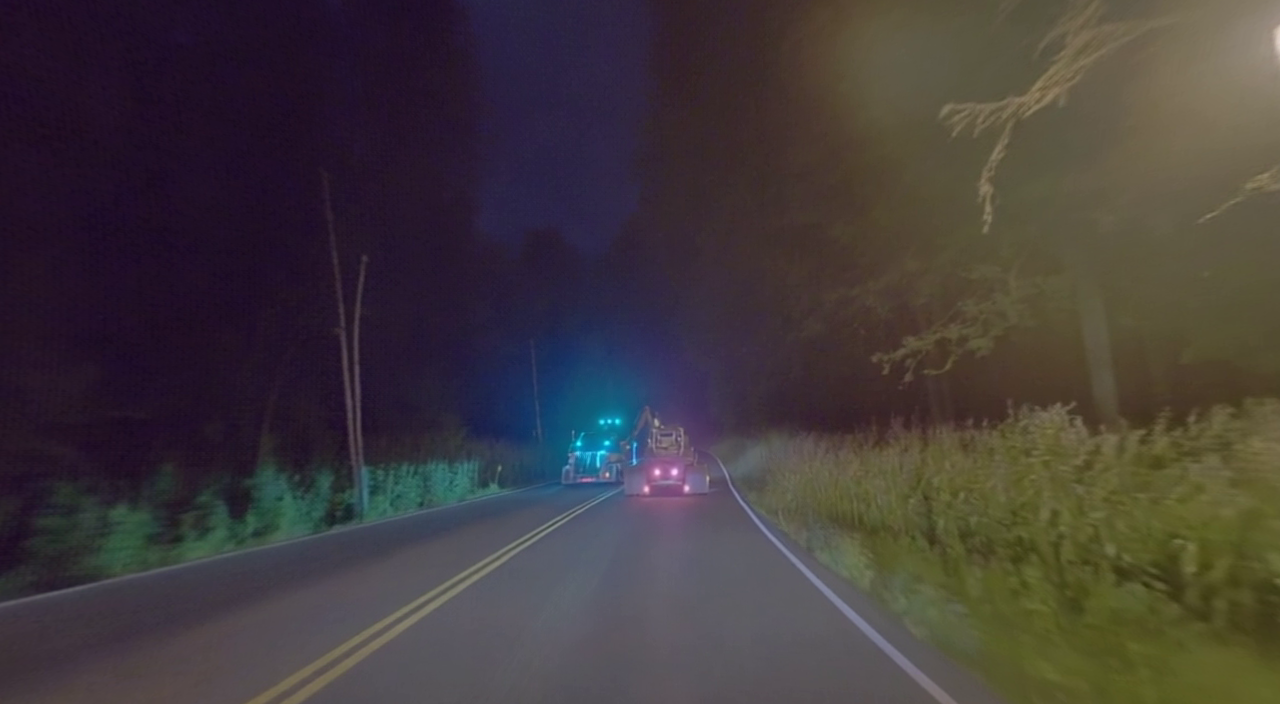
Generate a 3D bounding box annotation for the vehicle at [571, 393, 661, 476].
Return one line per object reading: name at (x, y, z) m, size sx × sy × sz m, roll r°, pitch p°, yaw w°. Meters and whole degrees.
vehicle at (-1.583, 5.110, 37.886) m, size 4.788 × 4.368 × 6.529 m, roll 3°, pitch -11°, yaw -5°

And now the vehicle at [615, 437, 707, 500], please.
vehicle at (0.625, 3.106, 17.226) m, size 2.196 × 1.465 × 4.294 m, roll -1°, pitch -9°, yaw 4°
